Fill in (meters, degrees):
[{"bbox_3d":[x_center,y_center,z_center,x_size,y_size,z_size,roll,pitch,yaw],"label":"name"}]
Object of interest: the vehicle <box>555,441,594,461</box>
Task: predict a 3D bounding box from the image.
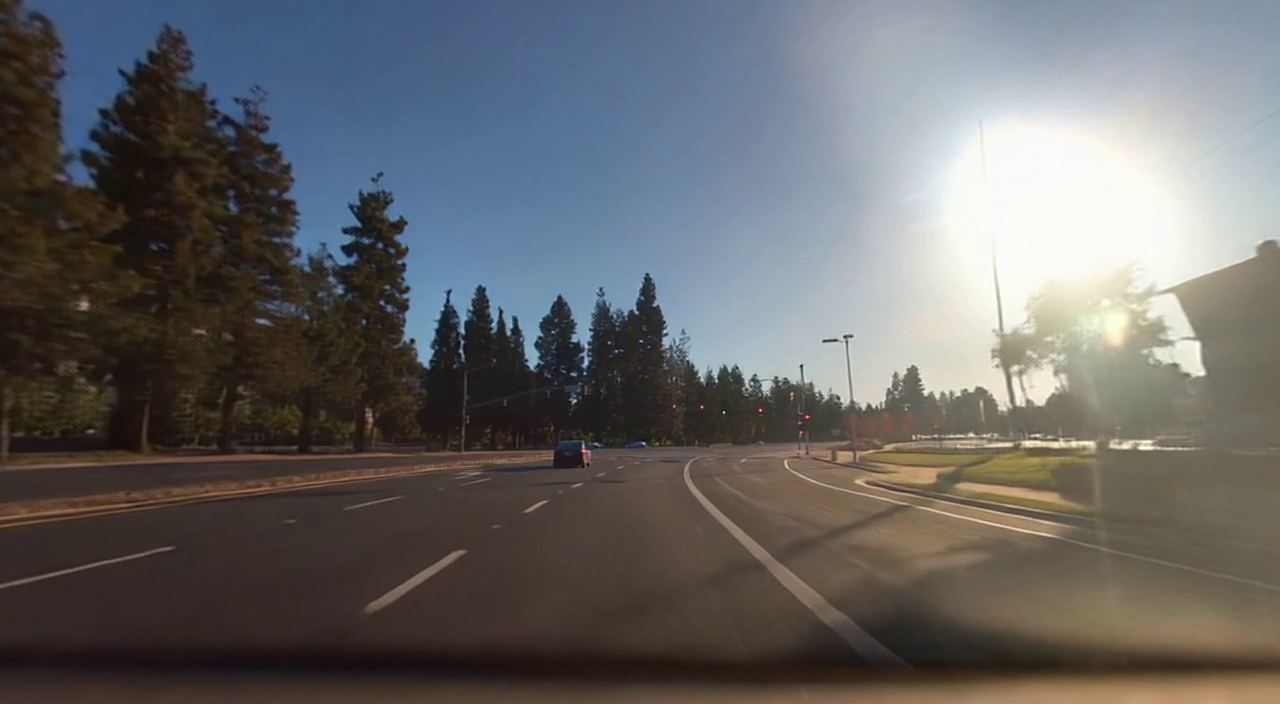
[{"bbox_3d":[-4.957,7.588,48.561,1.893,1.503,4.309,-1,-8,9],"label":"vehicle"}]
